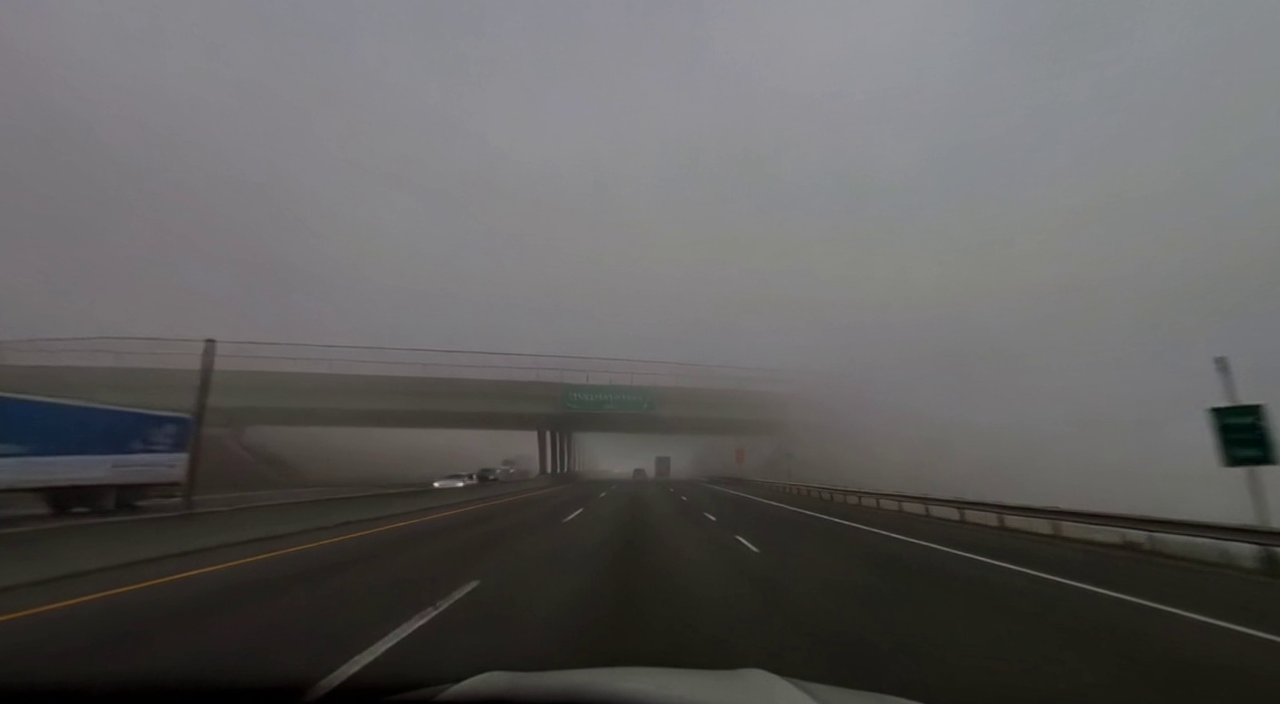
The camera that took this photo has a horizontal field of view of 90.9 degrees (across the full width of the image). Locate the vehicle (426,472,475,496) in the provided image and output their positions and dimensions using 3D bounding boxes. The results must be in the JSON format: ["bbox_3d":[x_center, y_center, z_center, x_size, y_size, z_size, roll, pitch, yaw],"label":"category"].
[{"bbox_3d":[-12.360,8.616,41.391,1.892,1.440,4.385,1,-10,0],"label":"vehicle"}]

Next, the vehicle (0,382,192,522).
[{"bbox_3d":[-20.482,3.070,19.375,2.856,4.088,14.105,1,-10,1],"label":"vehicle"}]
